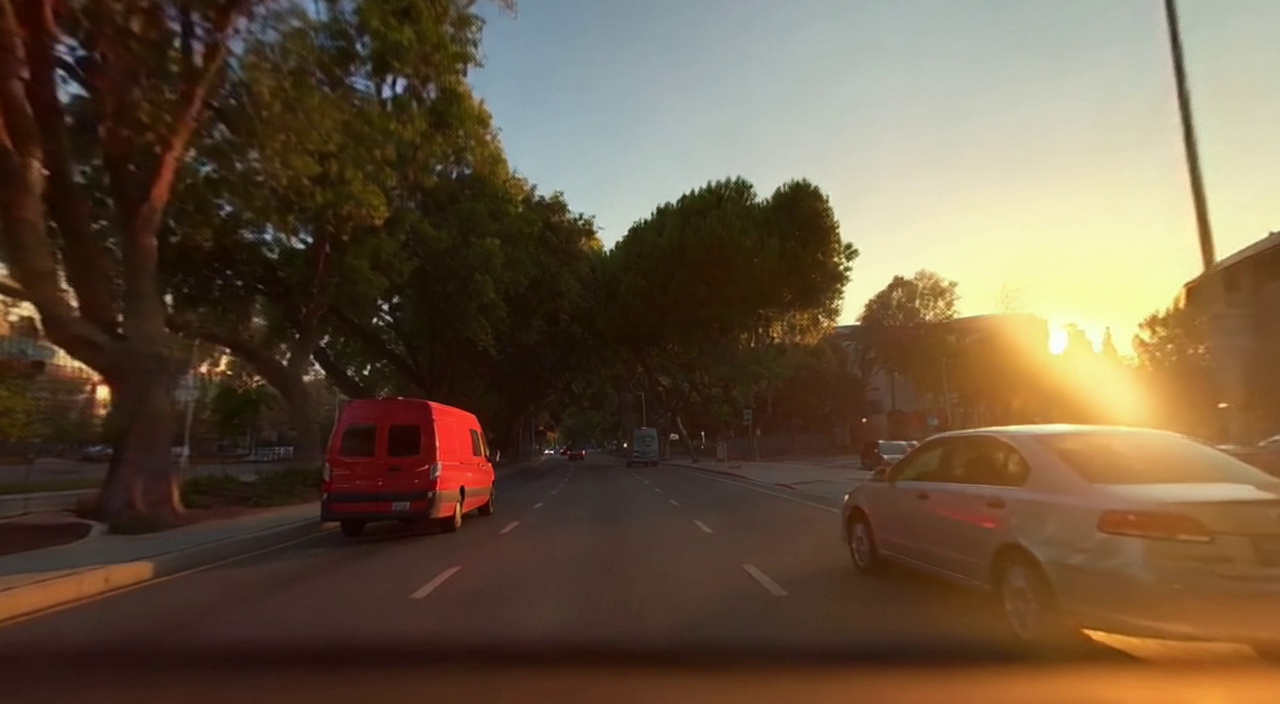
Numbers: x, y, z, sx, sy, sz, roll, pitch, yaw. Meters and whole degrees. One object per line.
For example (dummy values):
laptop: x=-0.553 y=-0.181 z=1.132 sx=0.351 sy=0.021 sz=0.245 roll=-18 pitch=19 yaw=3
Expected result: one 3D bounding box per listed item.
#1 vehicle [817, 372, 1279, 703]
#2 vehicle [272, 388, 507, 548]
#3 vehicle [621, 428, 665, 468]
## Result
vehicle: x=3.252 y=1.265 z=5.163 sx=2.087 sy=1.658 sz=4.612 roll=0 pitch=-9 yaw=-2
vehicle: x=-3.974 y=1.958 z=11.171 sx=2.420 sy=2.227 sz=4.499 roll=0 pitch=-9 yaw=-2
vehicle: x=0.129 y=6.675 z=44.088 sx=2.397 sy=2.566 sz=5.324 roll=1 pitch=-9 yaw=-6
